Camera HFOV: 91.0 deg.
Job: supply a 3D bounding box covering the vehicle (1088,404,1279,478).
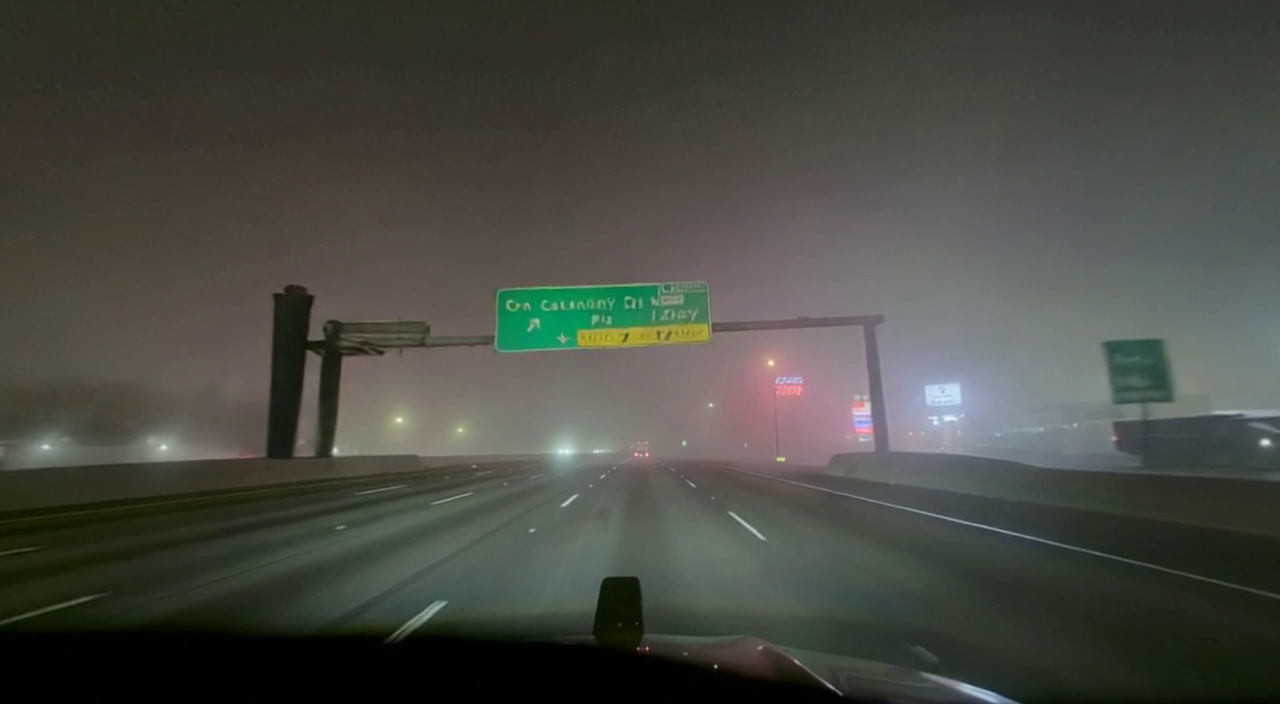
[{"bbox_3d":[37.723,5.965,42.151,2.952,4.134,16.694,-4,-9,-1],"label":"vehicle"}]
